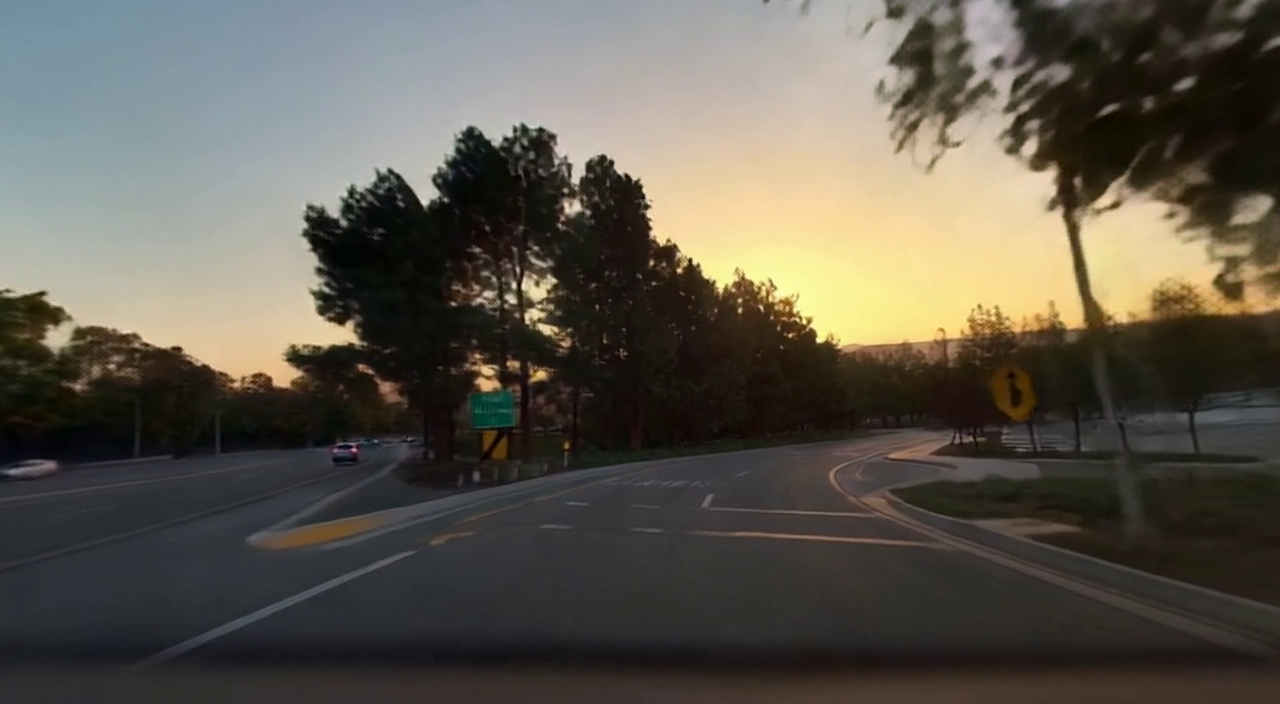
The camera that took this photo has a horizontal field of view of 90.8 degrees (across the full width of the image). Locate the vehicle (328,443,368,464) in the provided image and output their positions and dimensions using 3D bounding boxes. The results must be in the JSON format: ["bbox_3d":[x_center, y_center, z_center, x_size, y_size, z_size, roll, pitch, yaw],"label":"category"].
[{"bbox_3d":[-21.460,7.466,46.554,2.108,1.472,4.099,2,-9,-18],"label":"vehicle"}]

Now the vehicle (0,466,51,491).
[{"bbox_3d":[-41.209,8.315,41.534,1.869,1.449,4.225,2,-9,-18],"label":"vehicle"}]
